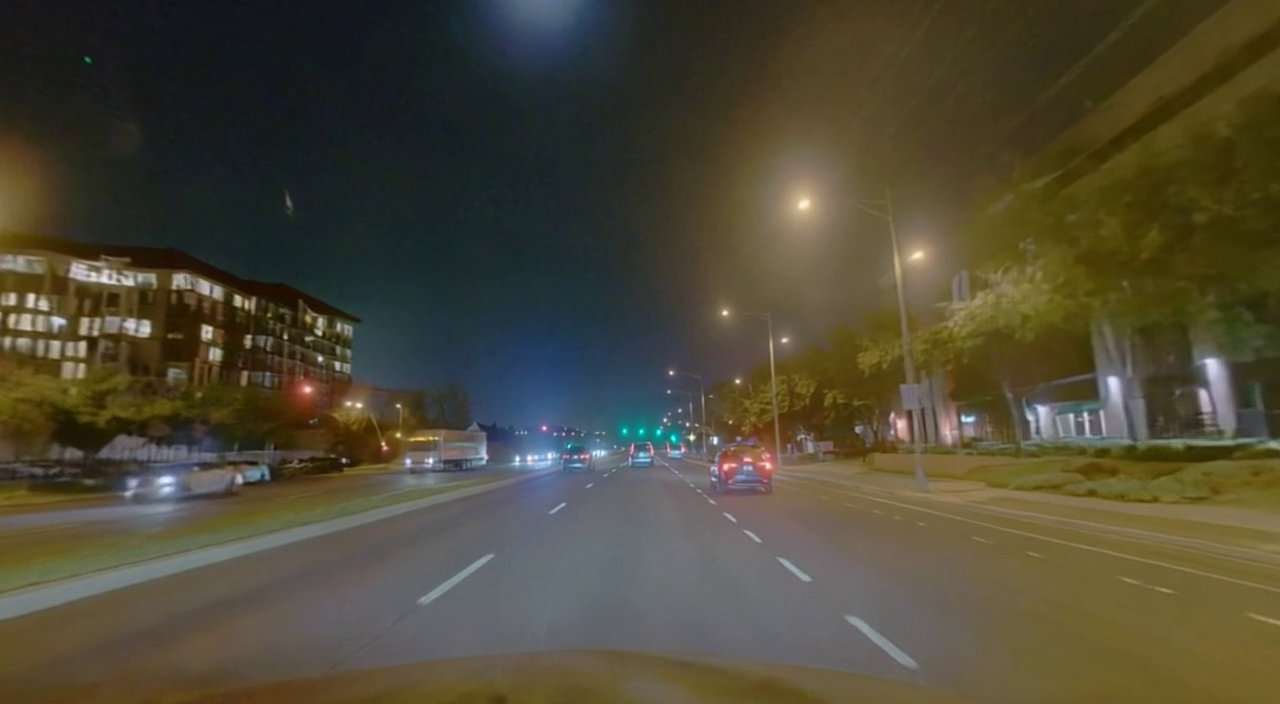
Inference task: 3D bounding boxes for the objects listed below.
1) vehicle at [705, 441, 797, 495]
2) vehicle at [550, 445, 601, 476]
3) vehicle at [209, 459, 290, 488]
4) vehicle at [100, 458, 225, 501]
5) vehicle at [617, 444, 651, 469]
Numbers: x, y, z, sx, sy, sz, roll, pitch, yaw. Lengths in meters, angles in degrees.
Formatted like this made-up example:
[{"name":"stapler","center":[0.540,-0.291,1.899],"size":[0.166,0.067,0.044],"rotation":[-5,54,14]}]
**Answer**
[{"name":"vehicle","center":[3.385,3.625,20.131],"size":[1.990,1.486,4.431],"rotation":[0,-8,-2]},{"name":"vehicle","center":[-3.204,5.462,32.010],"size":[2.082,1.467,4.379],"rotation":[0,-8,0]},{"name":"vehicle","center":[-22.583,7.027,36.703],"size":[1.871,1.471,4.482],"rotation":[0,-8,0]},{"name":"vehicle","center":[-19.165,5.117,25.558],"size":[1.924,1.493,4.006],"rotation":[0,-8,0]},{"name":"vehicle","center":[-0.392,6.656,40.293],"size":[2.101,1.480,3.929],"rotation":[0,-8,-1]}]
